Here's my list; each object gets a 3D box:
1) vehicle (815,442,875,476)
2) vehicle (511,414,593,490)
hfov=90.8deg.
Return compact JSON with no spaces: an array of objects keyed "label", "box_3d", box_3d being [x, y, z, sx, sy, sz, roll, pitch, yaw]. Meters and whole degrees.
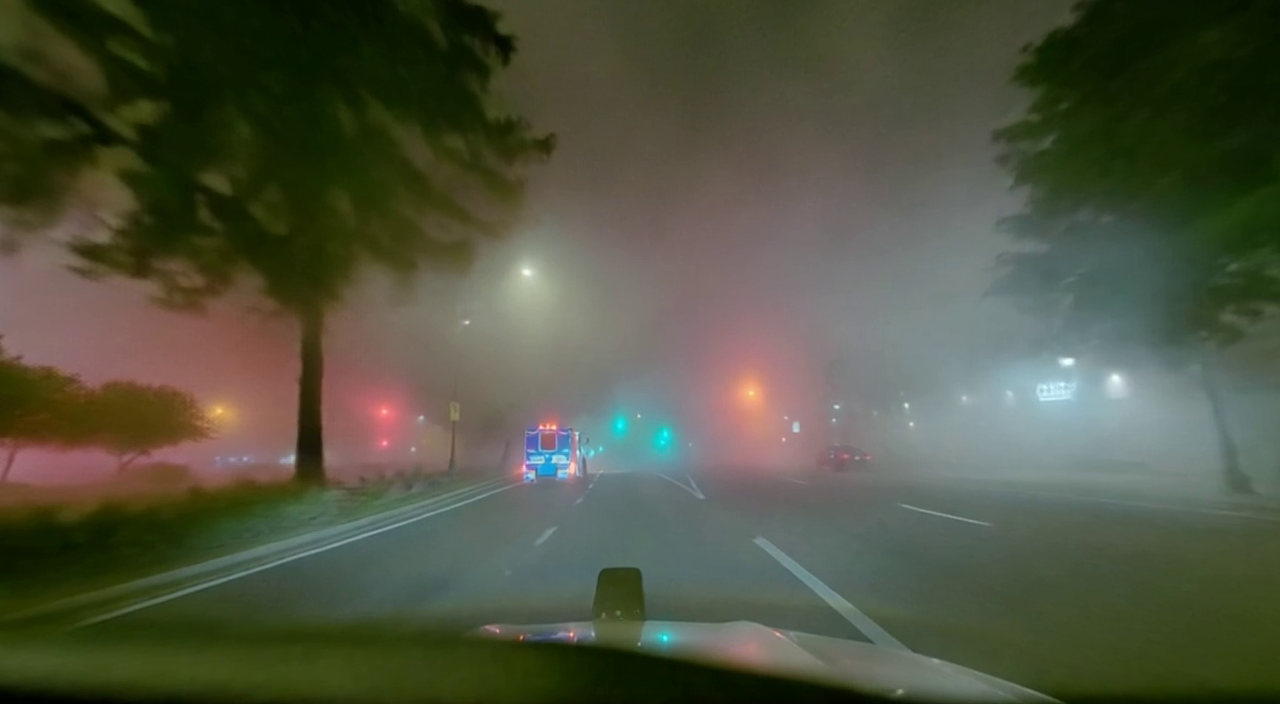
[{"label":"vehicle","box_3d":[11.178,5.884,34.828,1.980,1.719,4.422,-1,-9,3]},{"label":"vehicle","box_3d":[-3.508,4.194,26.604,2.633,2.787,5.796,0,-9,0]}]
